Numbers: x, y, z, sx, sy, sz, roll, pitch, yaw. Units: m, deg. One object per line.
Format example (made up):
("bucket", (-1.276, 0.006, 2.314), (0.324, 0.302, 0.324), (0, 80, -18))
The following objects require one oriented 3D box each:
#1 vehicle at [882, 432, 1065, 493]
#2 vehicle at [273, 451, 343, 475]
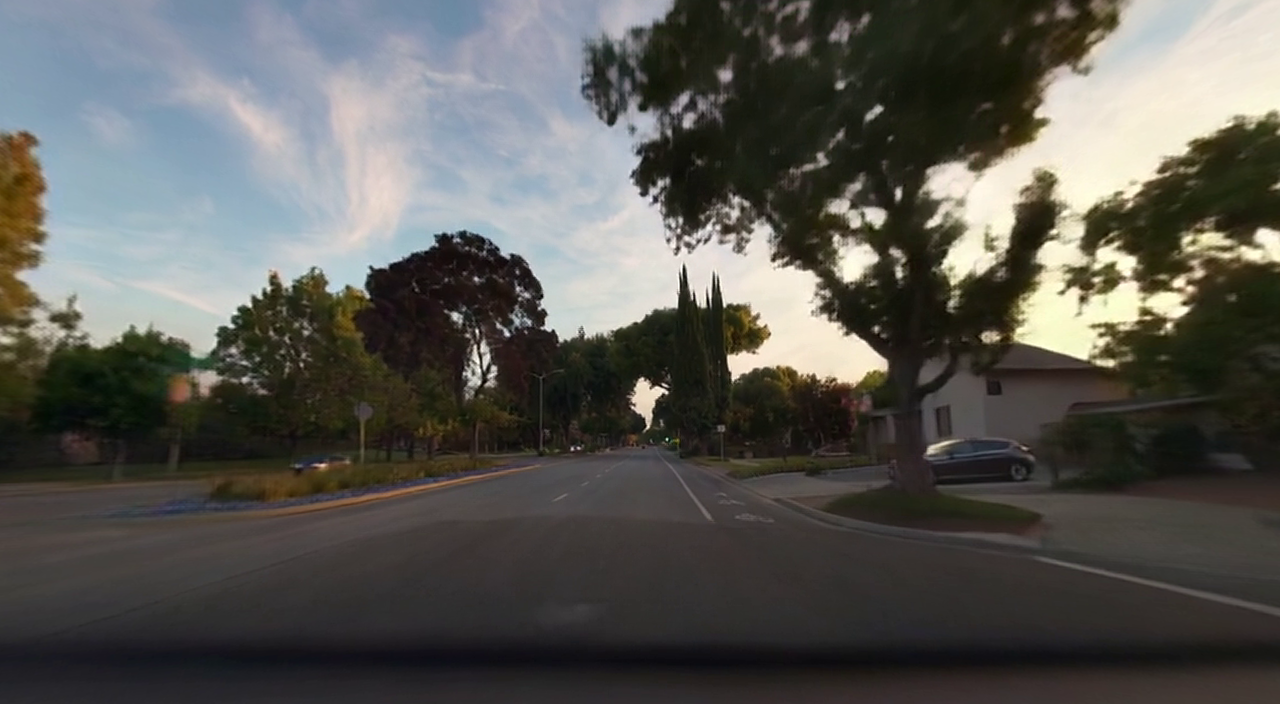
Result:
("vehicle", (10.284, 3.411, 19.877), (2.199, 1.661, 4.495), (5, -10, -30))
("vehicle", (-21.915, 7.326, 41.947), (1.989, 1.477, 4.760), (0, -8, 2))
